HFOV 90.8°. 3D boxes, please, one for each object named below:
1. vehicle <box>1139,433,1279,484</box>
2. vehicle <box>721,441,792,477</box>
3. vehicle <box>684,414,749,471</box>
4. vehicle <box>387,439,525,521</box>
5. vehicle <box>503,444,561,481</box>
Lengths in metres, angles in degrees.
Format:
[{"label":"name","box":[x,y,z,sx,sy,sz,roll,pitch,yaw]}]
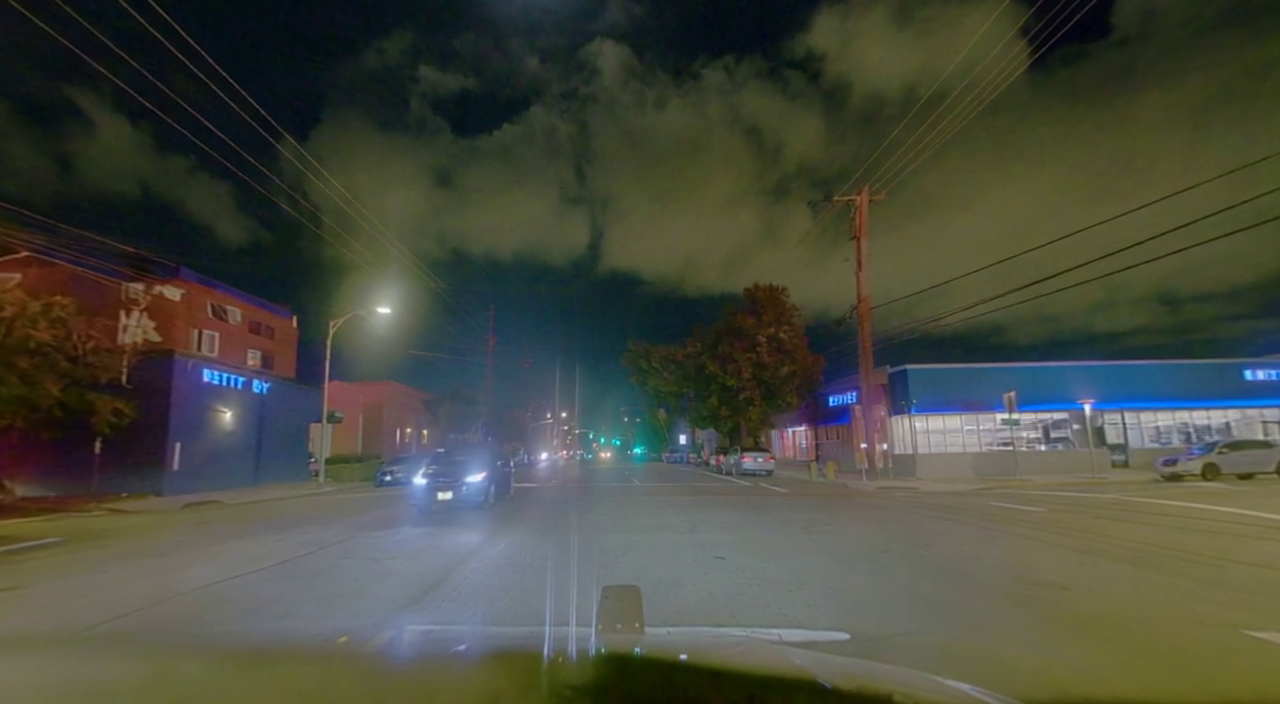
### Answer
[{"label":"vehicle","box":[18.620,3.287,19.677,4.368,1.479,1.985,0,-8,1]},{"label":"vehicle","box":[5.585,5.182,30.863,1.963,1.646,4.204,2,-9,-11]},{"label":"vehicle","box":[4.594,5.680,39.571,2.815,3.203,7.558,0,-8,-2]},{"label":"vehicle","box":[-3.836,2.714,13.969,1.914,1.506,4.125,0,-8,-2]},{"label":"vehicle","box":[-4.785,4.957,28.634,2.050,1.505,4.219,0,-8,-2]}]
